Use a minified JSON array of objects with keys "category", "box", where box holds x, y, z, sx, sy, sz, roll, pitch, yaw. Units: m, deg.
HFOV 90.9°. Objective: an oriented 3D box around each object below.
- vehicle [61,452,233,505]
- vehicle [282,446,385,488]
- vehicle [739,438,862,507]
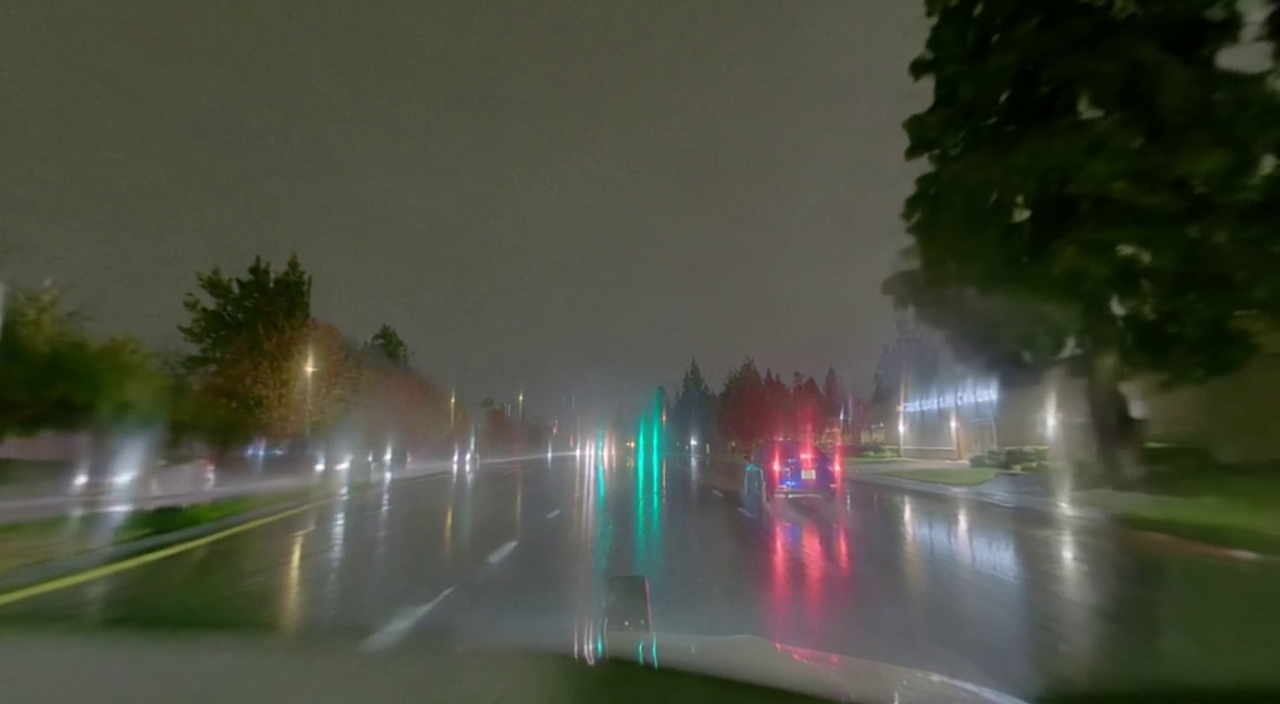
[{"category":"vehicle","box":[-15.823,4.052,20.633,1.917,1.454,4.577,0,-8,0]},{"category":"vehicle","box":[-12.300,4.610,25.673,1.986,1.514,4.300,0,-8,1]},{"category":"vehicle","box":[3.855,2.969,16.044,1.977,1.474,4.399,0,-8,0]}]
